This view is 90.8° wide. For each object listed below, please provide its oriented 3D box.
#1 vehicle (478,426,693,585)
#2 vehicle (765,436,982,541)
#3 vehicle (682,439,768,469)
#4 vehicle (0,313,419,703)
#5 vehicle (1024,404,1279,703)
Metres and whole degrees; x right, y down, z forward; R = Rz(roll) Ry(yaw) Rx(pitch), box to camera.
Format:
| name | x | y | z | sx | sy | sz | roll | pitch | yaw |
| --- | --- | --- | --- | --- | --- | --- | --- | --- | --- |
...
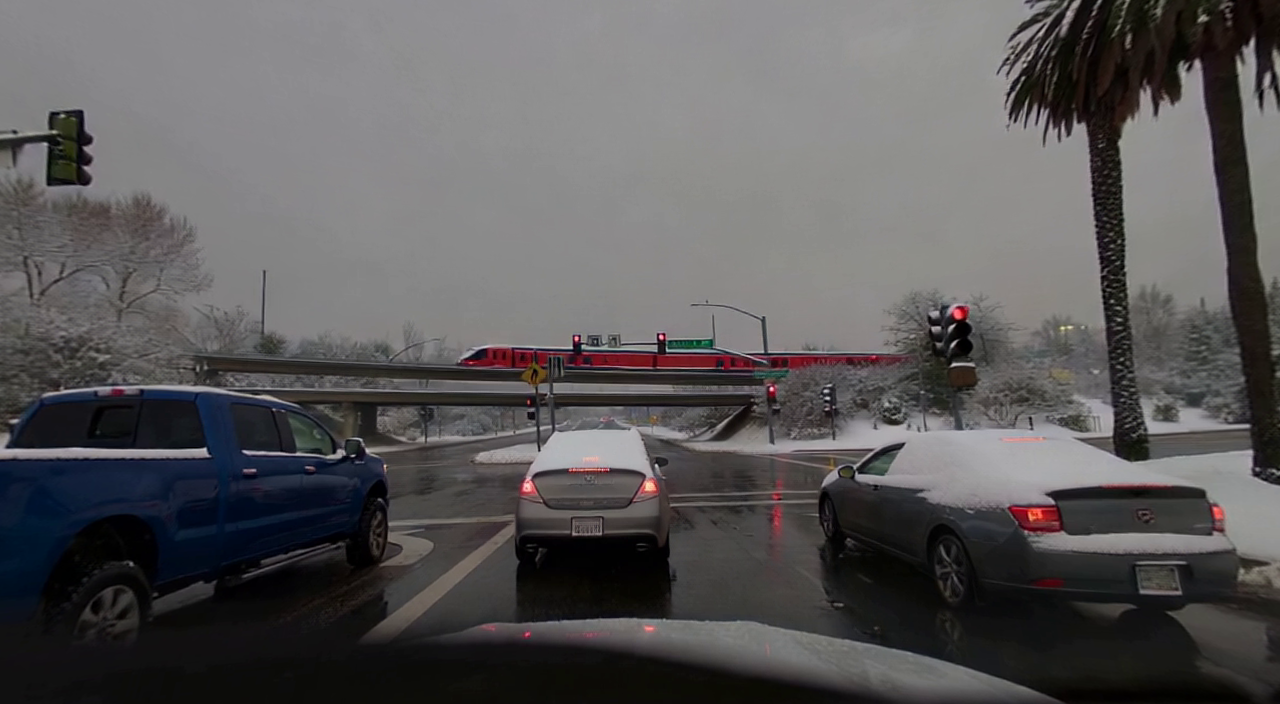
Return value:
| name | x | y | z | sx | sy | sz | roll | pitch | yaw |
| --- | --- | --- | --- | --- | --- | --- | --- | --- | --- |
| vehicle | -0.604 | 1.773 | 8.142 | 2.035 | 1.491 | 4.090 | 0 | -9 | -3 |
| vehicle | 3.709 | 2.243 | 11.095 | 1.965 | 1.448 | 4.486 | 0 | -9 | -2 |
| vehicle | 4.225 | 5.163 | 32.090 | 1.878 | 1.428 | 4.416 | 5 | -10 | -33 |
| vehicle | -3.780 | 1.124 | 5.061 | 2.078 | 1.838 | 5.448 | 0 | -9 | 0 |
| vehicle | 3.873 | 0.910 | 2.300 | 2.052 | 1.496 | 4.541 | 0 | -9 | -1 |
